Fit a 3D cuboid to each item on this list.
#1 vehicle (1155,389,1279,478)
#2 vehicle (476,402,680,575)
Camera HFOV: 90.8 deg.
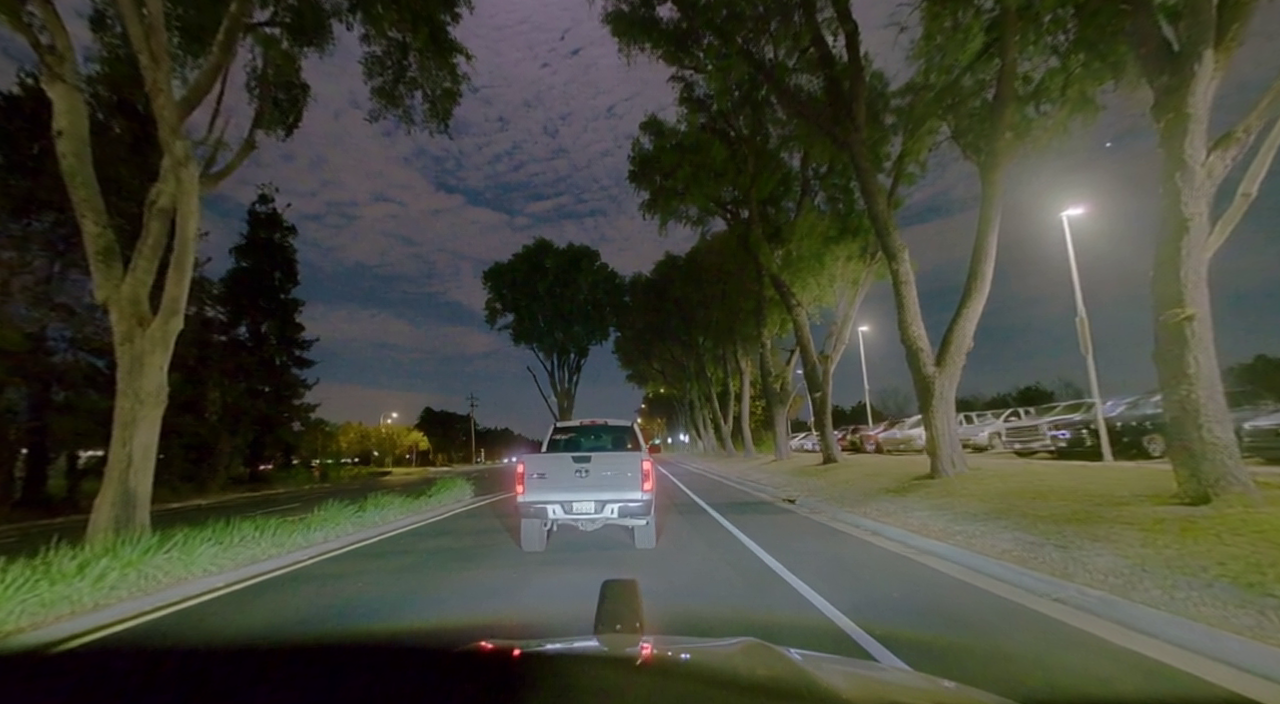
[{"bbox_3d":[11.890,1.383,10.844,4.298,1.392,1.944,-1,-8,2],"label":"vehicle"},{"bbox_3d":[-0.607,1.827,9.278,2.157,1.816,5.039,0,-9,1],"label":"vehicle"}]
